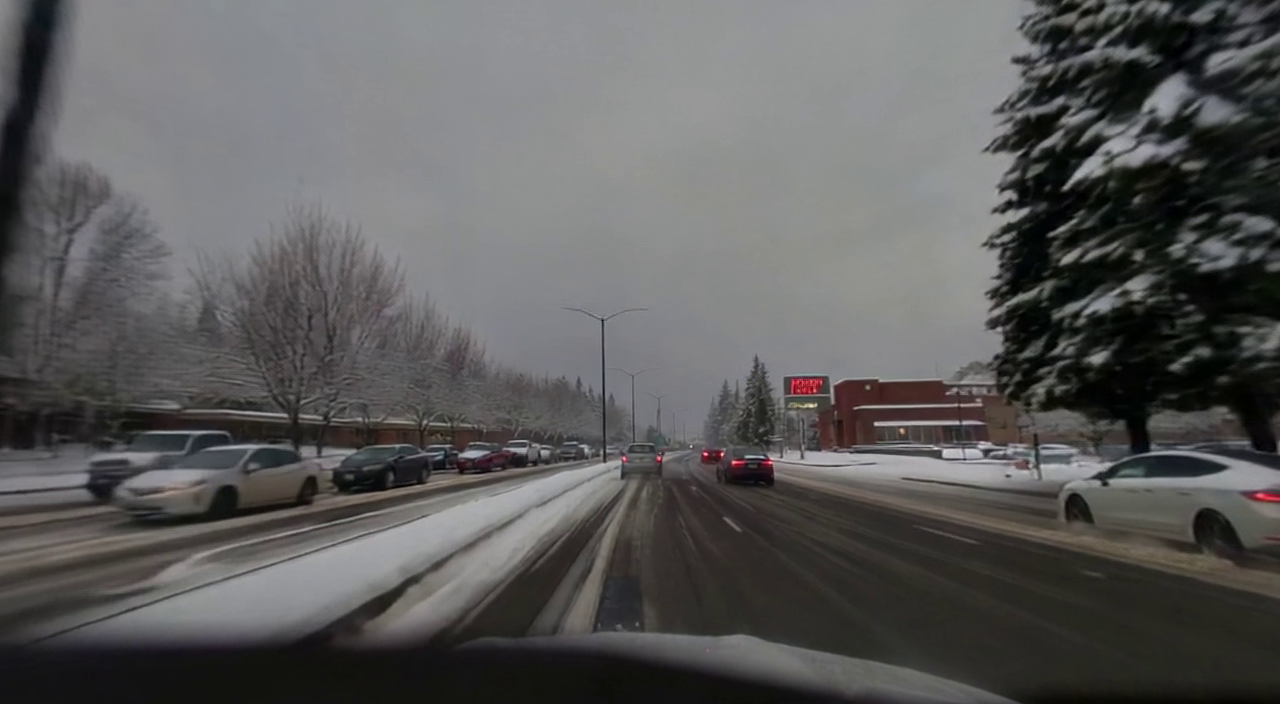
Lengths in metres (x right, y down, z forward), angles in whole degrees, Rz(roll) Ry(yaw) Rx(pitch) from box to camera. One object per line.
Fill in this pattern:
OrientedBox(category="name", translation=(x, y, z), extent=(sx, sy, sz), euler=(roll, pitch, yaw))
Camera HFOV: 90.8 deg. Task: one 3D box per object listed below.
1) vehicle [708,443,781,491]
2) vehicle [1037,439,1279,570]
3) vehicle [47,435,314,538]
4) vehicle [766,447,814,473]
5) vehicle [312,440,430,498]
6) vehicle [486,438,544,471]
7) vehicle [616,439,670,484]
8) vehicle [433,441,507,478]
OrientedBox(category="vehicle", translation=(3.534, 3.946, 22.042), extent=(1.852, 1.498, 3.825), euler=(0, -9, -1))
OrientedBox(category="vehicle", translation=(8.176, 2.020, 9.089), extent=(1.909, 1.456, 4.569), euler=(0, -9, 0))
OrientedBox(category="vehicle", translation=(-8.495, 2.483, 12.303), extent=(2.076, 1.595, 4.110), euler=(-1, -8, 0))
OrientedBox(category="vehicle", translation=(9.058, 6.522, 38.495), extent=(1.860, 1.475, 4.488), euler=(0, -9, 1))
OrientedBox(category="vehicle", translation=(-8.748, 3.798, 21.027), extent=(1.953, 1.647, 4.401), euler=(-2, -8, 1))
OrientedBox(category="vehicle", translation=(-7.909, 6.579, 40.633), extent=(2.460, 1.970, 5.271), euler=(-1, -9, 3))
OrientedBox(category="vehicle", translation=(0.165, 4.519, 26.363), extent=(2.101, 1.694, 3.979), euler=(0, -9, 1))
OrientedBox(category="vehicle", translation=(-8.452, 5.391, 31.946), extent=(2.183, 1.706, 4.862), euler=(0, -9, 2))
